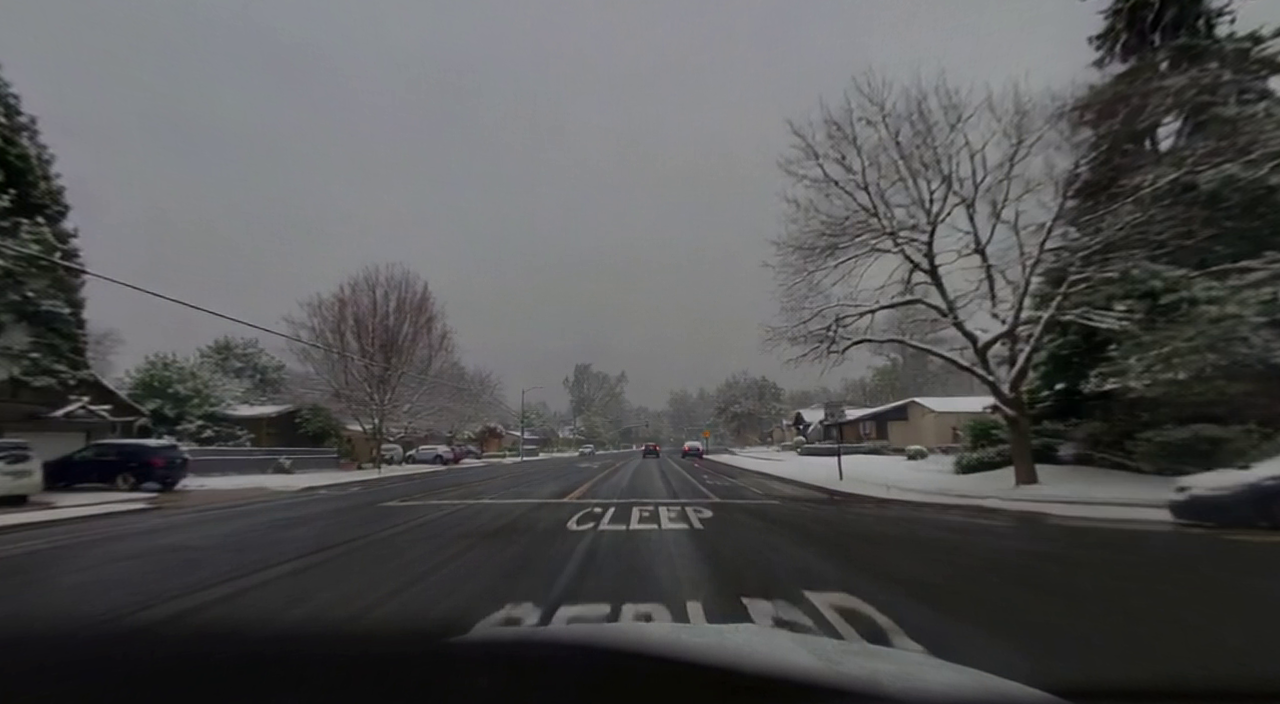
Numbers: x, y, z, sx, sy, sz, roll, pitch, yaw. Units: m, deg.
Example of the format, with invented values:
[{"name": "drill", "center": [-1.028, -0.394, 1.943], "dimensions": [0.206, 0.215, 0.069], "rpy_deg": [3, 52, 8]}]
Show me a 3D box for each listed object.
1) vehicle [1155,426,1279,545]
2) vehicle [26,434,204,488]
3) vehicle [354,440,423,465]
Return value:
[{"name": "vehicle", "center": [10.728, 1.832, 8.871], "dimensions": [4.818, 1.525, 2.163], "rpy_deg": [-1, -9, 10]}, {"name": "vehicle", "center": [-19.219, 3.994, 23.265], "dimensions": [4.630, 1.896, 2.092], "rpy_deg": [0, -9, 0]}, {"name": "vehicle", "center": [-18.887, 7.546, 47.353], "dimensions": [4.372, 1.745, 2.017], "rpy_deg": [6, -10, -35]}]
